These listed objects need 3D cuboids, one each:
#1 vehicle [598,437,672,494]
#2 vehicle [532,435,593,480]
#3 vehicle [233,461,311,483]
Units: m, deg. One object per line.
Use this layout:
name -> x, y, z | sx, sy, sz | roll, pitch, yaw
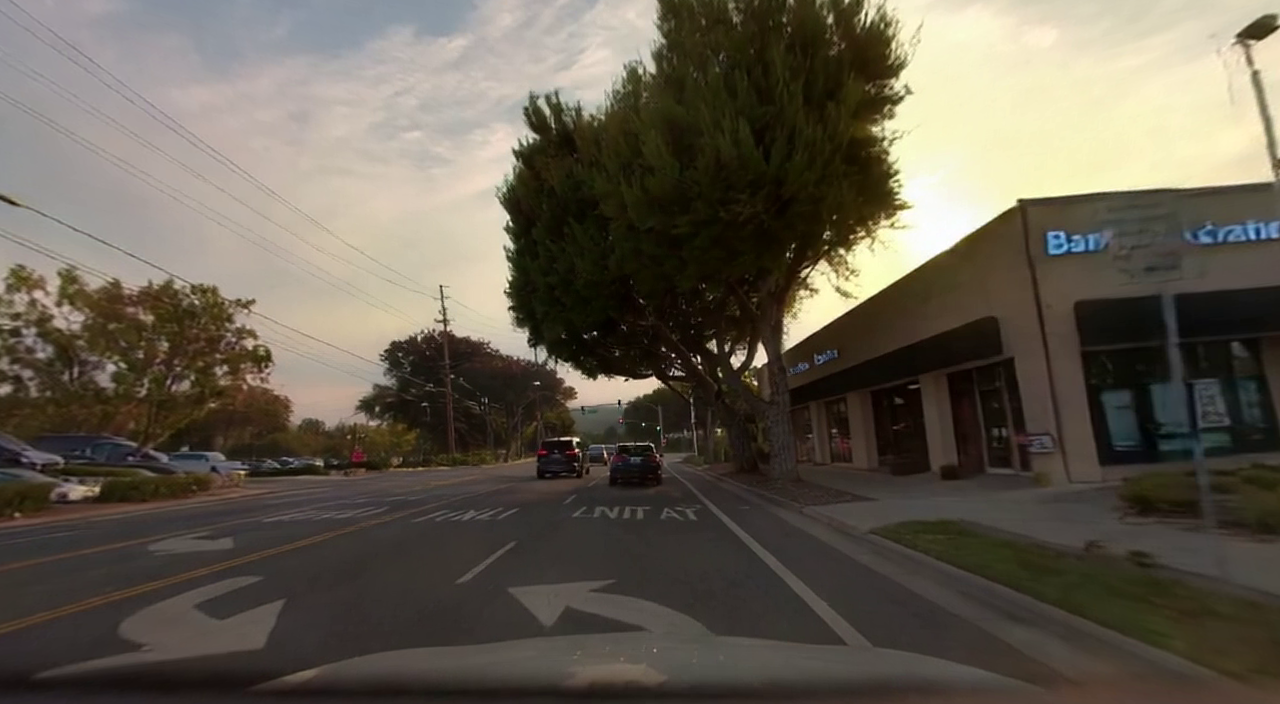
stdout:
vehicle -> -0.130, 3.561, 20.168 | 2.108, 1.612, 4.246 | 0, -8, 0
vehicle -> -3.490, 4.861, 29.341 | 2.064, 1.859, 5.154 | 0, -8, 1
vehicle -> -26.357, 8.584, 45.190 | 4.553, 1.479, 1.768 | -1, -8, 7
